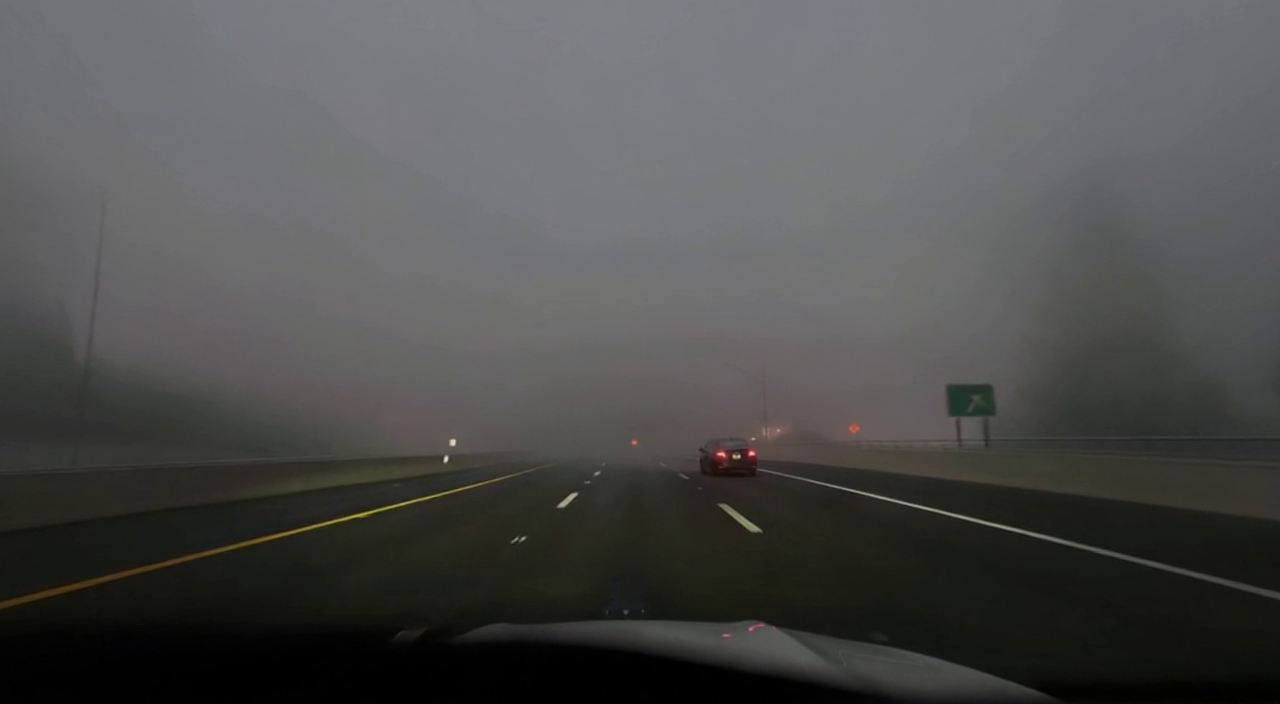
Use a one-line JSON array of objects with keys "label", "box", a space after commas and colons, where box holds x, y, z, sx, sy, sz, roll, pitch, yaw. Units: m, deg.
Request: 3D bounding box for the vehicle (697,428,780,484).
[{"label": "vehicle", "box": [3.234, 3.526, 21.714, 2.059, 1.715, 4.192, 0, -8, -2]}]
